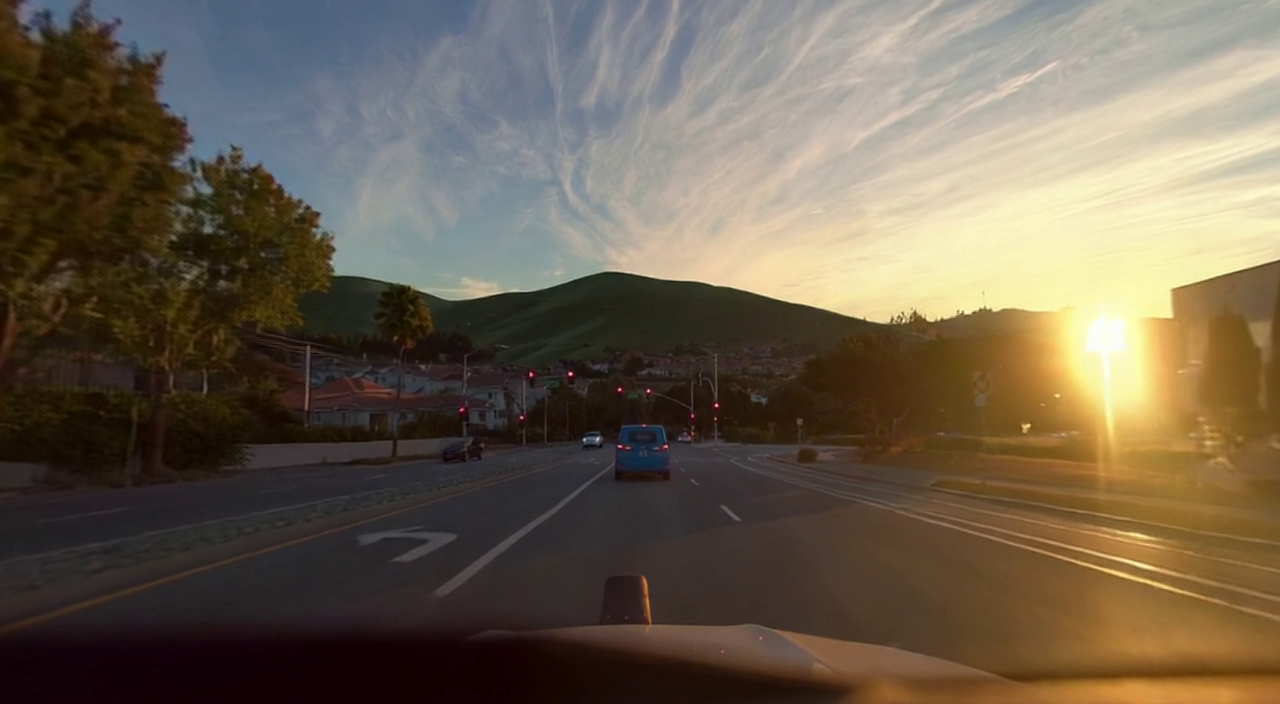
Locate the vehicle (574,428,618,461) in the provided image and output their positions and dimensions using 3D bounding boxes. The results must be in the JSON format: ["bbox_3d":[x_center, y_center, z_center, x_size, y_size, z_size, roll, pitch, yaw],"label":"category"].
[{"bbox_3d":[-2.480,5.346,36.550,2.131,1.783,4.540,0,-8,1],"label":"vehicle"}]

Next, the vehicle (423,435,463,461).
[{"bbox_3d":[-12.020,5.898,38.731,1.991,1.469,4.596,2,-9,-13],"label":"vehicle"}]

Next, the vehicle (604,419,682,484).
[{"bbox_3d":[0.105,3.117,19.942,2.185,1.822,4.391,0,-8,1],"label":"vehicle"}]
